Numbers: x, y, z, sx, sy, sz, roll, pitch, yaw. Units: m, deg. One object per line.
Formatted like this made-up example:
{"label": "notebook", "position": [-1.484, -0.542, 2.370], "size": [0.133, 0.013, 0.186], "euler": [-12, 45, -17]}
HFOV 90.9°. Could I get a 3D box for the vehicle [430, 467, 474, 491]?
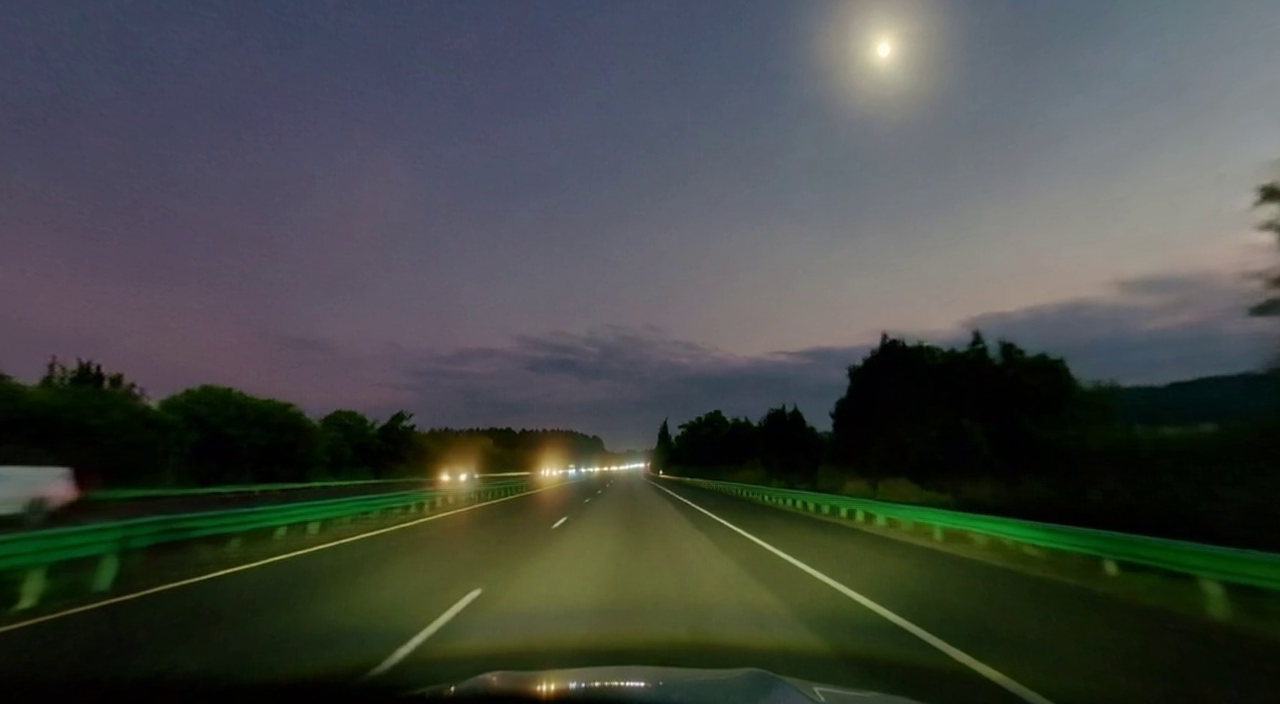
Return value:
{"label": "vehicle", "position": [-13.081, 8.866, 44.099], "size": [1.931, 1.571, 3.634], "euler": [1, -11, 0]}
